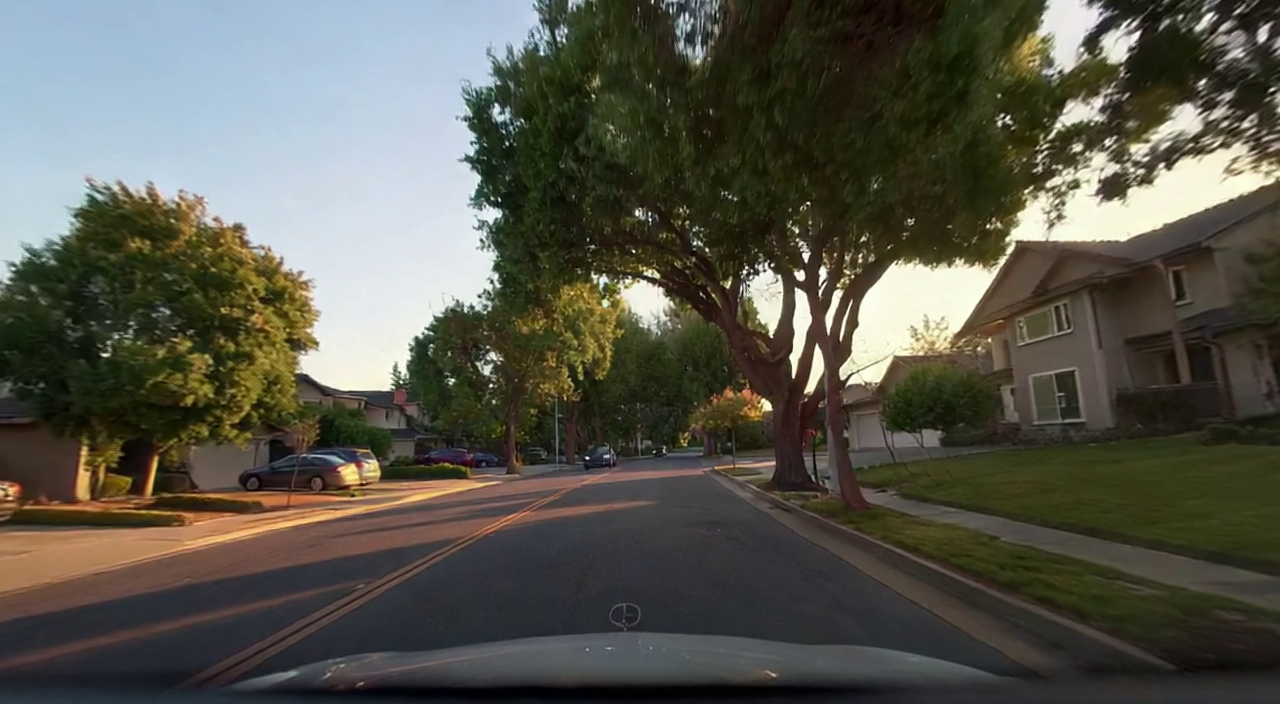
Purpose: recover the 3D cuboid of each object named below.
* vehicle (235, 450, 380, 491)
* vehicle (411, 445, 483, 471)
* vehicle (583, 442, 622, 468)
[{"bbox_3d":[-13.396,4.782,25.686,4.703,1.487,2.002,1,-9,-1],"label":"vehicle"},{"bbox_3d":[-12.990,7.191,42.778,4.237,1.687,1.970,0,-9,-1],"label":"vehicle"},{"bbox_3d":[-2.673,7.420,45.806,2.131,1.731,4.533,-1,-9,5],"label":"vehicle"}]
